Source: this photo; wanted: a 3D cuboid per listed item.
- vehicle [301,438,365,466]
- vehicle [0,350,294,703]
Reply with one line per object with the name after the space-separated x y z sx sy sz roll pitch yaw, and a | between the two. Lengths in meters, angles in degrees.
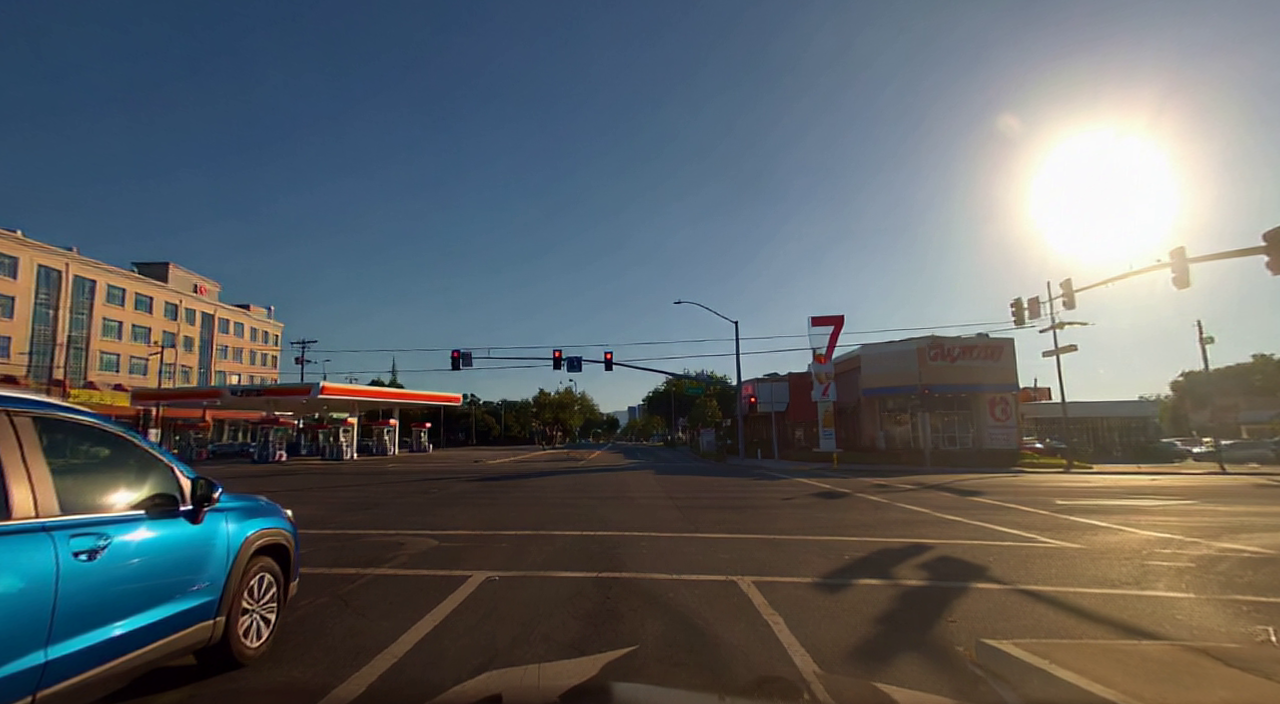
-20.449 6.684 42.159 2.004 1.699 4.486 0 -9 1 | vehicle
-3.418 0.802 2.043 2.053 1.690 4.364 0 -9 0 | vehicle
